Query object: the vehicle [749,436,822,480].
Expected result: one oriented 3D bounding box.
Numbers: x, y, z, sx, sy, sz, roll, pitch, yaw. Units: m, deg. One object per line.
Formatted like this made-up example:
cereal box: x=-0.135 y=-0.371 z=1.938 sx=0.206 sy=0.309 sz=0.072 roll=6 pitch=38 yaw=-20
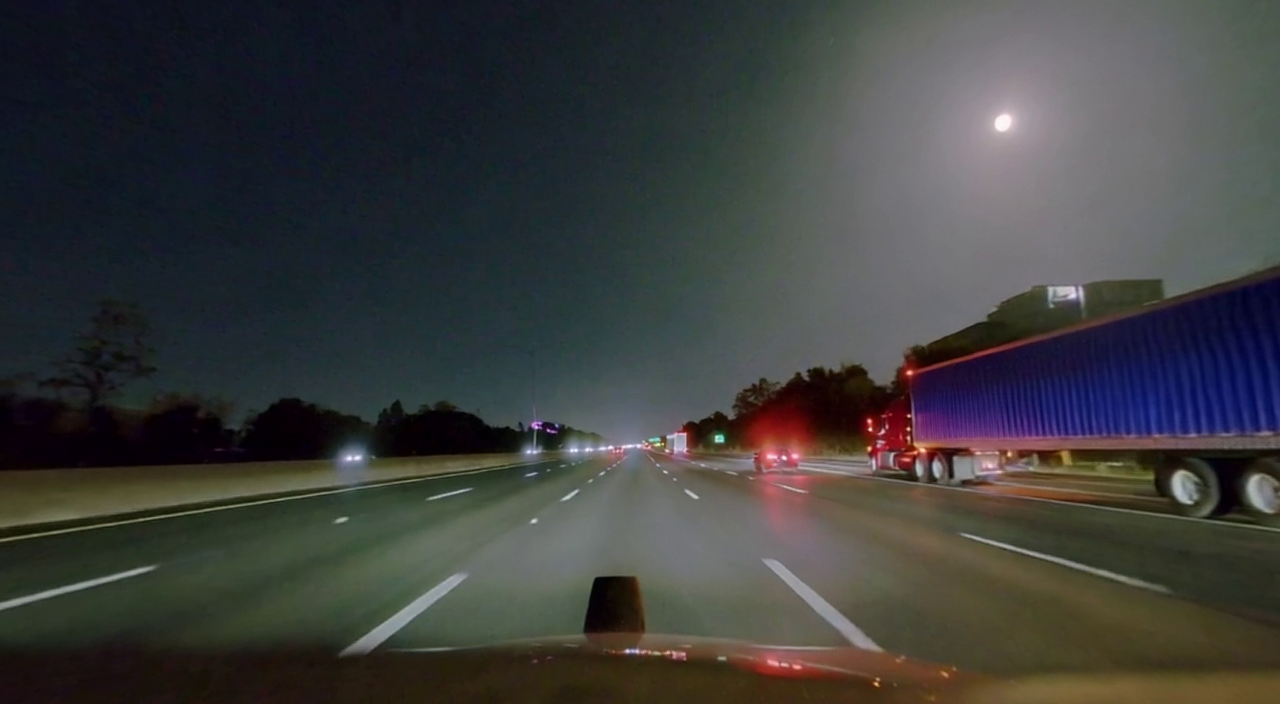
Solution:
vehicle: x=6.311 y=4.641 z=27.892 sx=2.096 sy=1.767 sz=4.601 roll=0 pitch=-9 yaw=0
